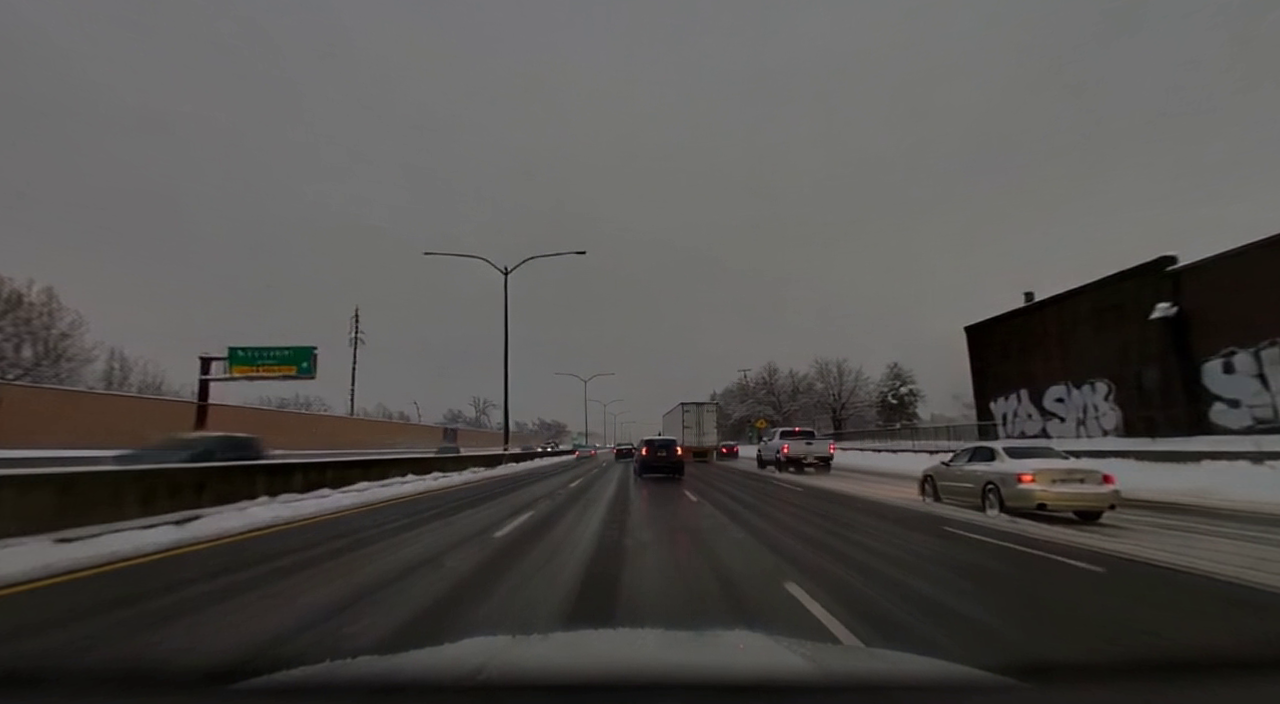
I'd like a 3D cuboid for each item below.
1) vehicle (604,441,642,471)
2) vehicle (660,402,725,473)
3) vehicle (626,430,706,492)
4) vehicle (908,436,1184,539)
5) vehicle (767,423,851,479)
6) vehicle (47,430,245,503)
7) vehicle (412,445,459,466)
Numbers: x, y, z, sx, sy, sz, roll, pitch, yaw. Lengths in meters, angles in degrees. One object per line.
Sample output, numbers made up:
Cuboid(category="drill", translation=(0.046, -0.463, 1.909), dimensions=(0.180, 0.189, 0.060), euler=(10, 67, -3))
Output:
Cuboid(category="vehicle", translation=(-0.963, 5.938, 36.250), dimensions=(2.073, 1.640, 3.990), euler=(0, -9, -1))
Cuboid(category="vehicle", translation=(3.038, 5.461, 39.821), dimensions=(2.976, 3.806, 10.591), euler=(0, -9, -1))
Cuboid(category="vehicle", translation=(0.729, 3.666, 21.605), dimensions=(2.249, 1.843, 5.176), euler=(0, -9, -3))
Cuboid(category="vehicle", translation=(6.963, 2.345, 11.650), dimensions=(1.915, 1.476, 4.677), euler=(0, -9, -1))
Cuboid(category="vehicle", translation=(7.832, 4.683, 30.094), dimensions=(2.322, 2.360, 6.433), euler=(0, -9, 1))
Cuboid(category="vehicle", translation=(-10.549, 2.458, 13.843), dimensions=(1.610, 1.395, 3.344), euler=(0, -9, -1))
Cuboid(category="vehicle", translation=(-14.330, 7.249, 44.505), dimensions=(2.065, 1.401, 3.497), euler=(0, -9, 1))
